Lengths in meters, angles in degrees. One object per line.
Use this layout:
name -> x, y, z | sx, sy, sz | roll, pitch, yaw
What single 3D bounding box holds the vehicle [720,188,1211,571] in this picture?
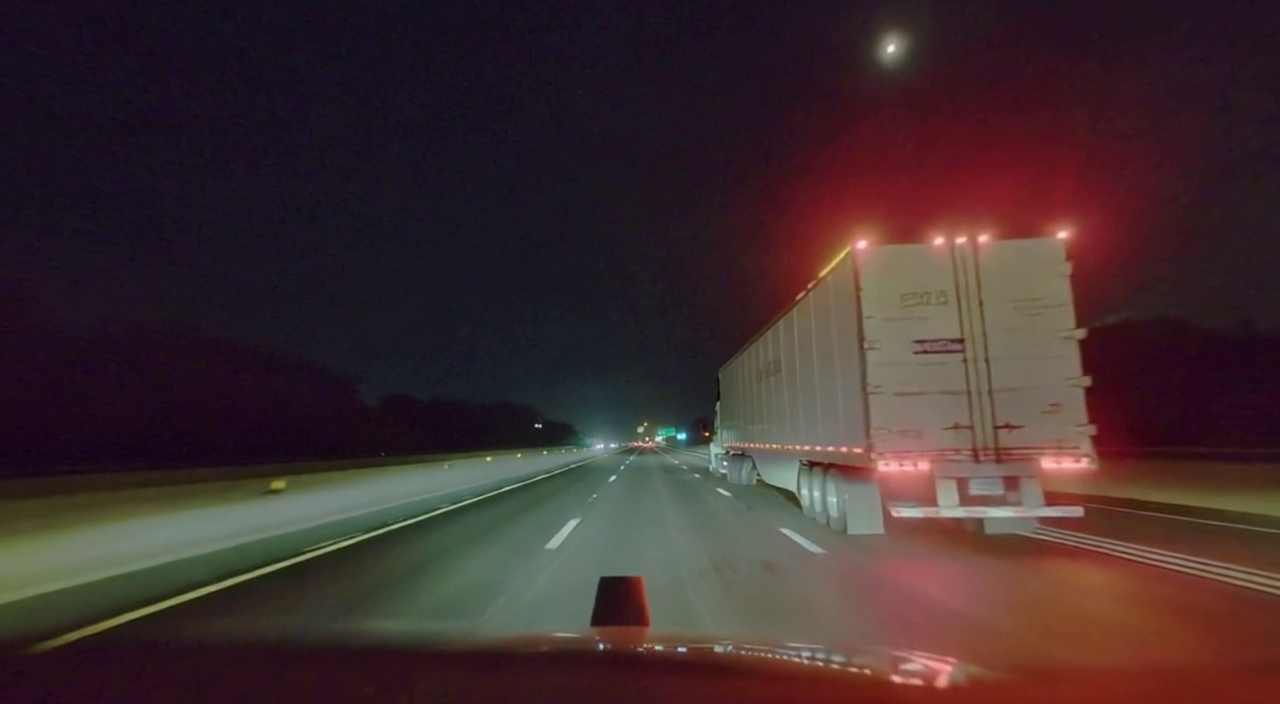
vehicle -> 4.392, 1.267, 14.295 | 3.187, 4.197, 15.004 | 0, -8, 0
